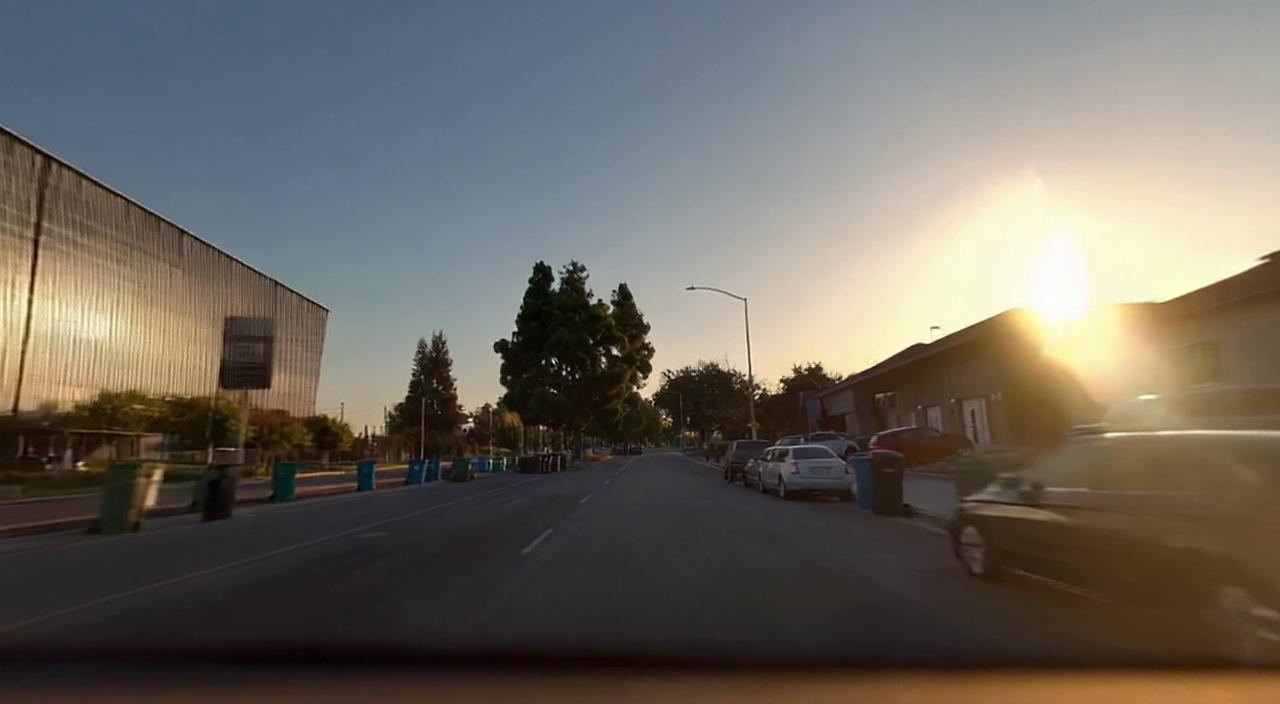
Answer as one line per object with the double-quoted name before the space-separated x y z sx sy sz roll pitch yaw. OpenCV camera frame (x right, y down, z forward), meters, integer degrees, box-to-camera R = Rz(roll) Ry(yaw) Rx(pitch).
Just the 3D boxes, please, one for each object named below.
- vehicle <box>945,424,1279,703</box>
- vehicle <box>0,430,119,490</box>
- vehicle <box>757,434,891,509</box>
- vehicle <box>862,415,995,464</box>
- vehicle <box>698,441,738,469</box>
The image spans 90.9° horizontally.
"vehicle" 4.024 1.202 3.855 2.026 1.447 4.721 0 -8 1
"vehicle" -36.129 6.546 38.635 2.736 3.317 6.453 0 -8 0
"vehicle" 4.406 2.930 16.074 1.962 1.590 5.179 0 -8 1
"vehicle" 11.952 3.652 26.355 4.433 1.621 1.995 -4 -8 1
"vehicle" 4.748 6.329 39.004 1.906 1.620 4.837 0 -8 0
